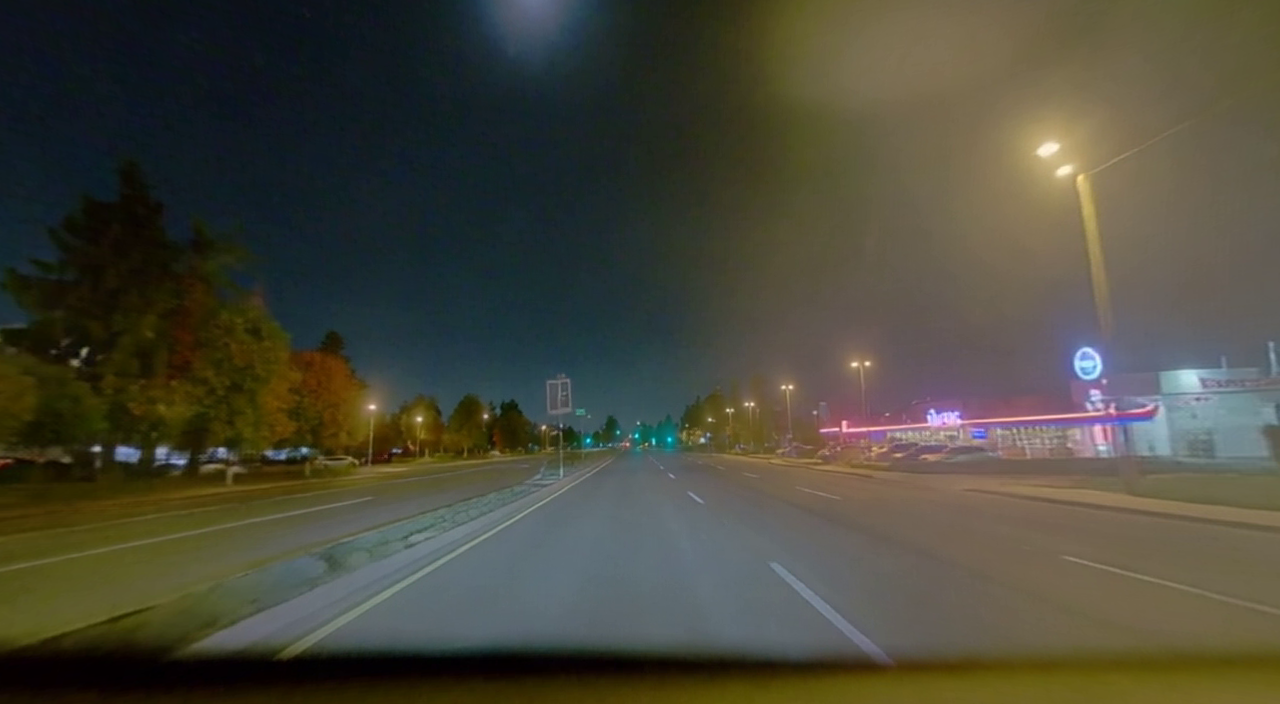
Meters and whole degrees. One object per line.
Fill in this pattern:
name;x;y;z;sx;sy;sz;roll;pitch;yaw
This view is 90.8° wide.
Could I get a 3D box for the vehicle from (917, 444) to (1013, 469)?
vehicle;20.052;6.451;39.086;4.805;1.473;2.046;0;-9;-3
